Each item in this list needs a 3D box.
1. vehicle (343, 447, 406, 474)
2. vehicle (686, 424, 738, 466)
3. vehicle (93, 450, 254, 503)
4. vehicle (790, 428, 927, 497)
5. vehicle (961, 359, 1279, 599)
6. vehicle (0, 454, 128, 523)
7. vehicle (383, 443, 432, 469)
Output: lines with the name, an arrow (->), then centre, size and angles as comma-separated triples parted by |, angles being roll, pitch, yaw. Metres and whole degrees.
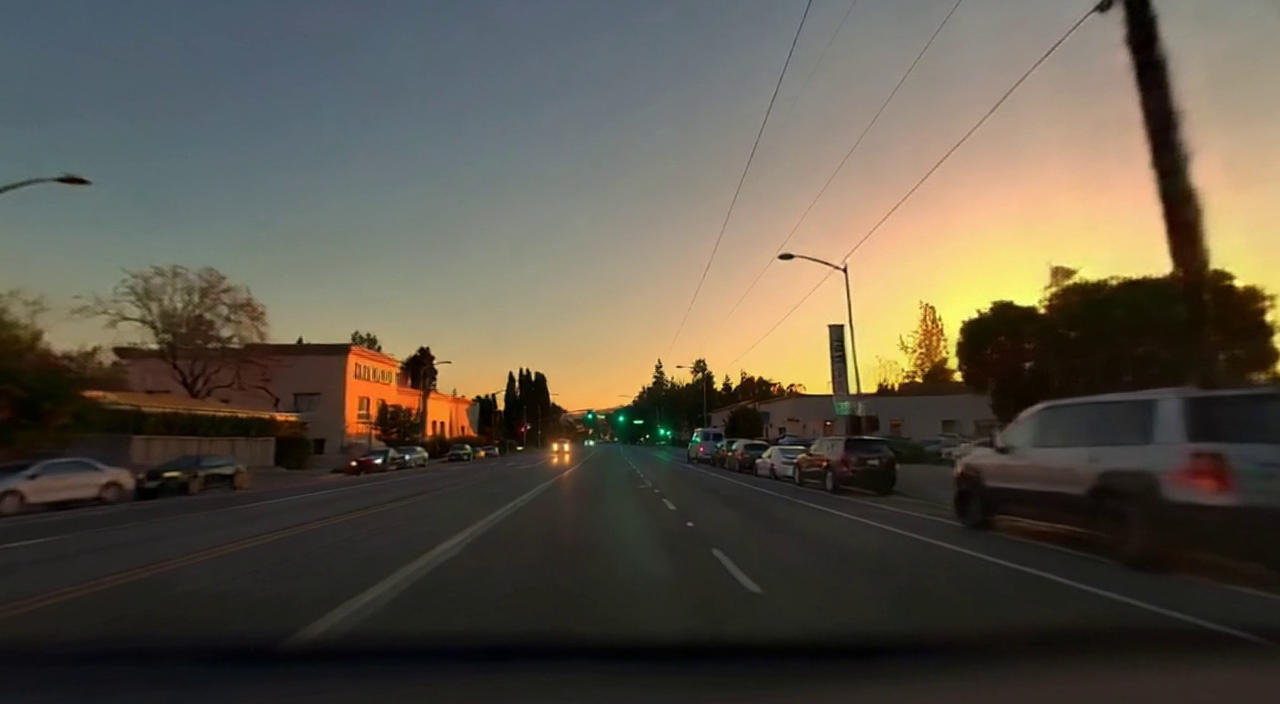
vehicle -> -16.313, 6.662, 38.893 | 2.036, 1.478, 4.615 | 0, -8, -2
vehicle -> 5.374, 7.072, 48.133 | 2.739, 2.866, 6.142 | -1, -7, -5
vehicle -> -15.534, 4.128, 21.389 | 1.897, 1.517, 4.802 | 0, -9, -2
vehicle -> 6.677, 3.459, 20.150 | 2.092, 1.887, 5.632 | 0, -9, -3
vehicle -> 7.189, 1.618, 8.514 | 2.327, 2.296, 5.692 | 1, -9, -4
vehicle -> -15.442, 3.306, 15.547 | 1.880, 1.488, 4.483 | 0, -8, -2
vehicle -> -16.568, 7.395, 45.024 | 1.928, 1.718, 4.279 | 0, -8, -1
